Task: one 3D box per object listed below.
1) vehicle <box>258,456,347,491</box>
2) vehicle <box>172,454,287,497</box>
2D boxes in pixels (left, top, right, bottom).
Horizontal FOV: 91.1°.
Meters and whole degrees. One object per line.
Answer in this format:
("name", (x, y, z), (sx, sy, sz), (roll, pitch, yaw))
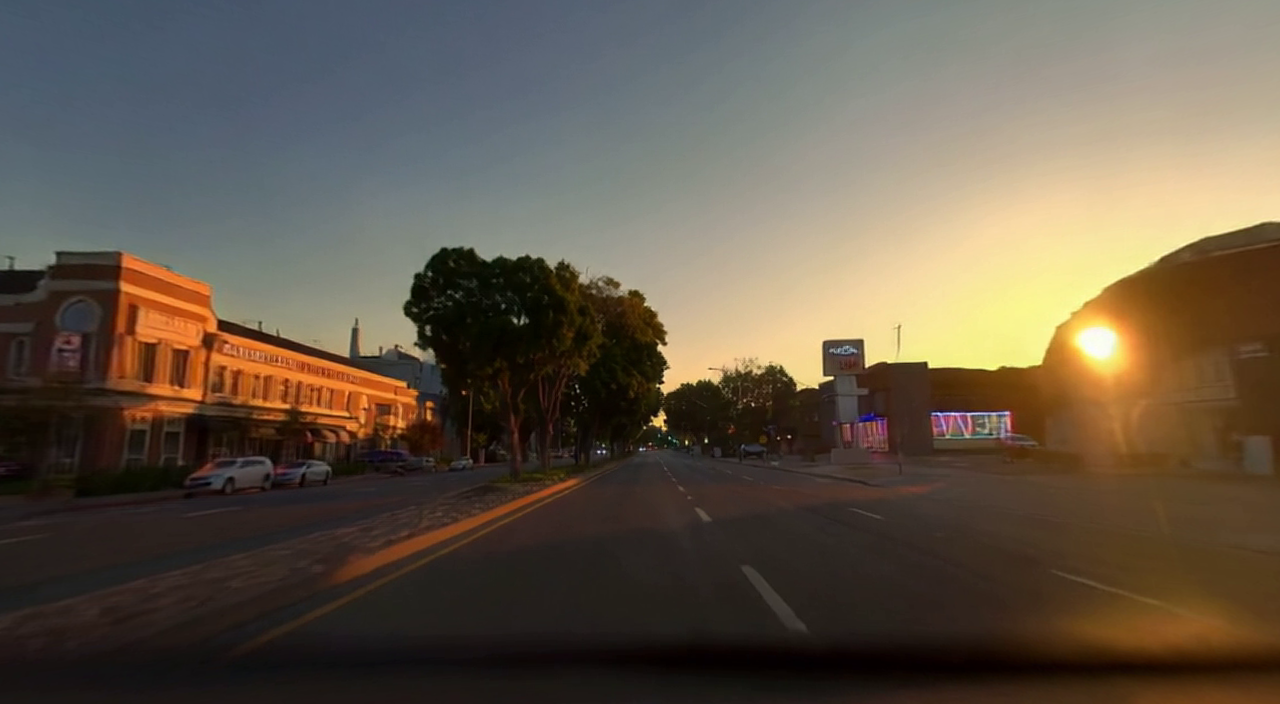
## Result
("vehicle", (-18.826, 6.778, 35.309), (1.959, 1.535, 5.081), (0, -7, 3))
("vehicle", (-19.135, 5.747, 29.598), (2.029, 1.785, 4.694), (0, -9, 3))
